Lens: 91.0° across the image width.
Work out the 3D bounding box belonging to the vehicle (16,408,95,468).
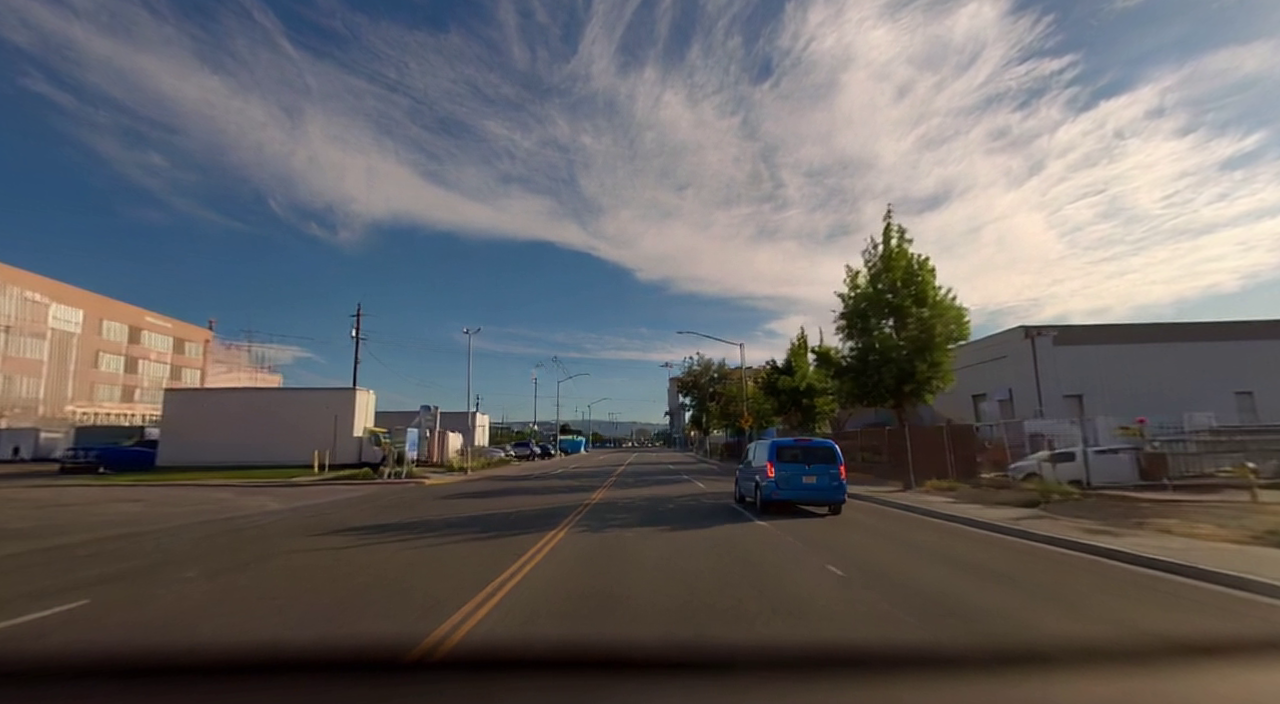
[{"bbox_3d":[-42.363,6.343,45.946,2.814,3.937,8.351,6,-10,-35],"label":"vehicle"}]

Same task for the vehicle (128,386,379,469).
[{"bbox_3d":[-19.821,4.000,32.909,10.797,4.039,3.044,1,-9,-1],"label":"vehicle"}]

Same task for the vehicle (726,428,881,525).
[{"bbox_3d":[3.433,2.730,14.413,2.202,1.822,4.826,0,-9,0],"label":"vehicle"}]

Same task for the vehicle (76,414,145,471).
[{"bbox_3d":[-33.926,5.849,40.578,2.841,3.355,7.180,7,-11,-37],"label":"vehicle"}]
